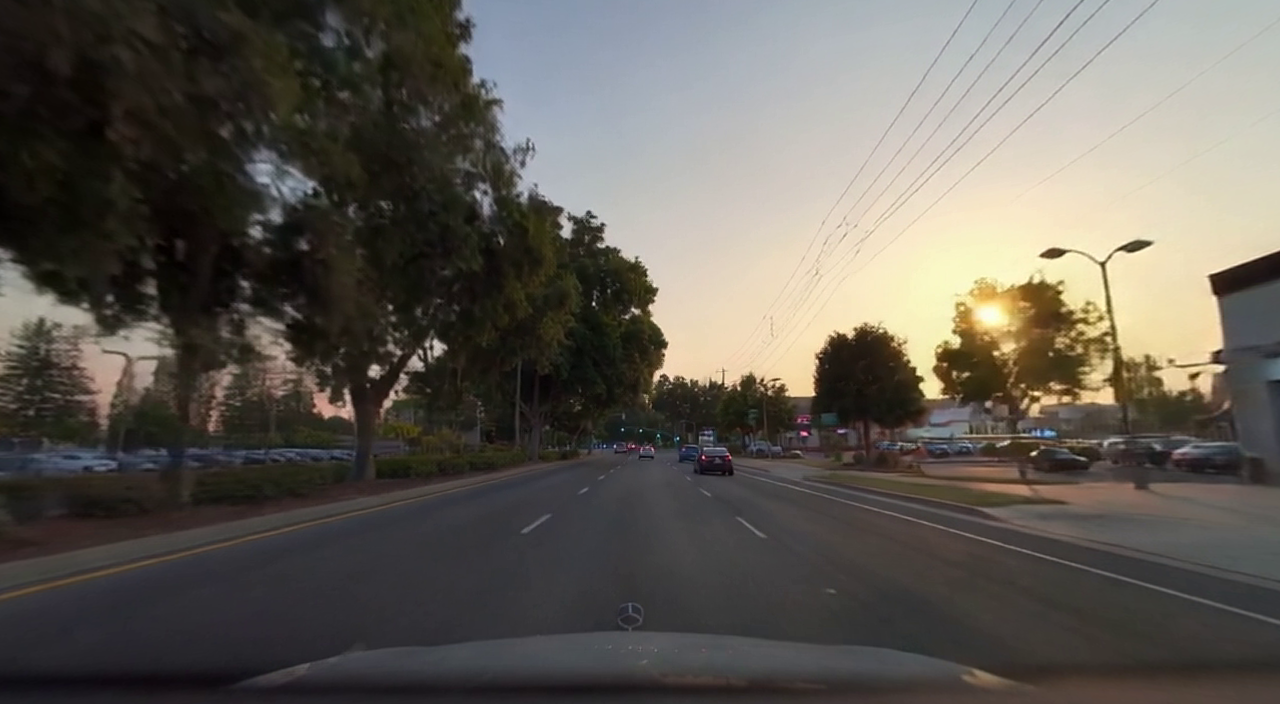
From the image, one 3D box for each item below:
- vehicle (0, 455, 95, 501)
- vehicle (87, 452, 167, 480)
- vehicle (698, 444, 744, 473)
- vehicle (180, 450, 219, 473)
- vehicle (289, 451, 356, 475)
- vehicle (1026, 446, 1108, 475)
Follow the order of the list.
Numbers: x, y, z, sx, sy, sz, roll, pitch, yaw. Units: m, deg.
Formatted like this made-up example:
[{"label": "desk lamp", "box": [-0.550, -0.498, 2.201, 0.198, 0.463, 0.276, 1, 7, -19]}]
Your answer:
[{"label": "vehicle", "box": [-22.700, 4.553, 22.894, 1.841, 1.510, 4.389, -1, -8, 0]}, {"label": "vehicle", "box": [-31.758, 7.040, 39.145, 1.732, 1.526, 3.827, -1, -8, -1]}, {"label": "vehicle", "box": [4.415, 5.850, 34.930, 1.916, 1.459, 4.335, 0, -8, -1]}, {"label": "vehicle", "box": [-32.812, 8.111, 47.035, 1.795, 1.567, 4.241, 5, -9, -28]}, {"label": "vehicle", "box": [-22.434, 7.858, 44.815, 2.111, 1.500, 5.131, 0, -8, -1]}, {"label": "vehicle", "box": [26.509, 6.713, 39.322, 1.959, 1.646, 4.226, 1, -8, -4]}]
